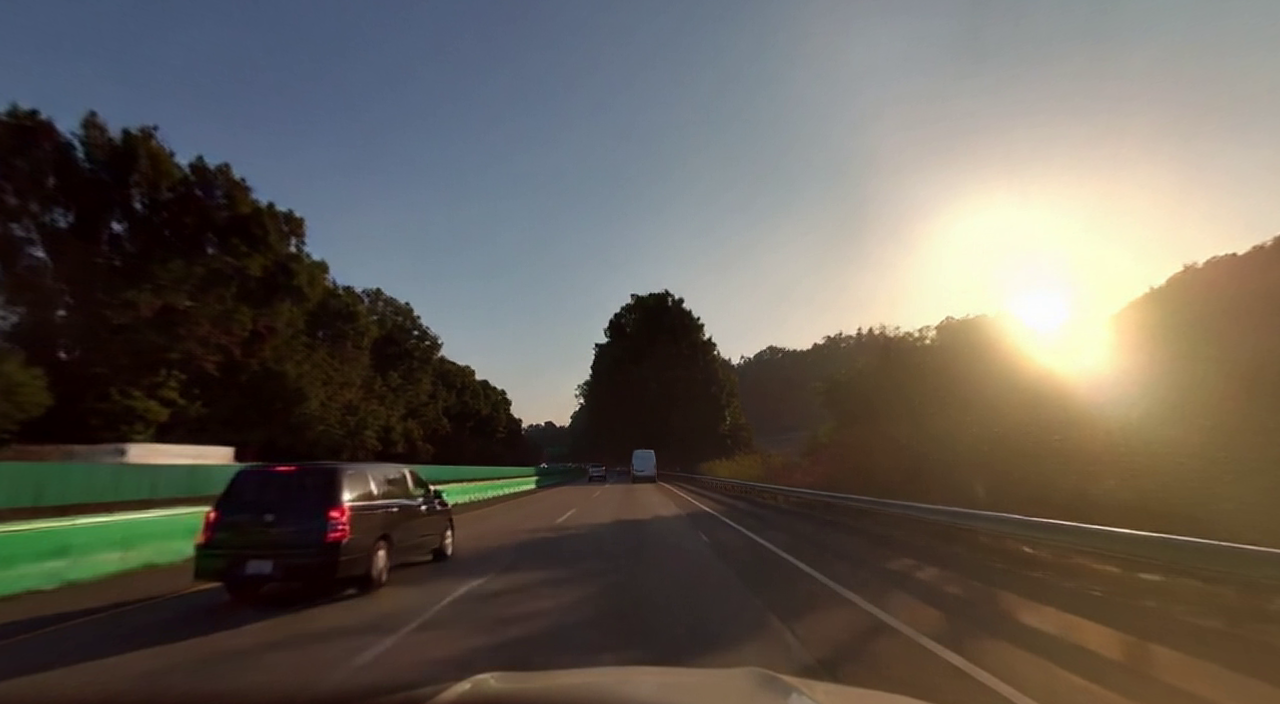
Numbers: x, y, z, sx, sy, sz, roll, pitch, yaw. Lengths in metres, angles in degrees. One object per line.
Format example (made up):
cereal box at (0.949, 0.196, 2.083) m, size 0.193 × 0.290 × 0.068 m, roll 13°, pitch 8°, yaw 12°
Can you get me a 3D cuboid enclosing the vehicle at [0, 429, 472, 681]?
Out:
vehicle at (-3.269, 1.643, 6.095) m, size 2.038 × 1.490 × 4.391 m, roll 1°, pitch -11°, yaw 0°
